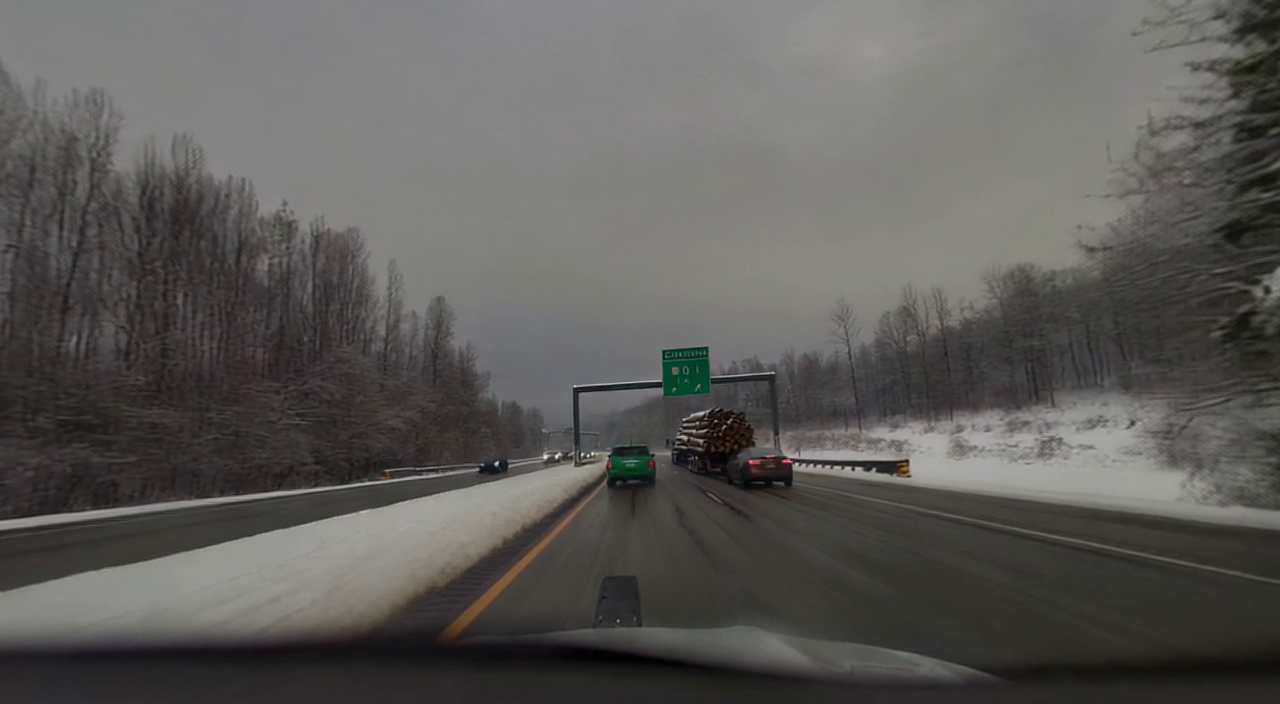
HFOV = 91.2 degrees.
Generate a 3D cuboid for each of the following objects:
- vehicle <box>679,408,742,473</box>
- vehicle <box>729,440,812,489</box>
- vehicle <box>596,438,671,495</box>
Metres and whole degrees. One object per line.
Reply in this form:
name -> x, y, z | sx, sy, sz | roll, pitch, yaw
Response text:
vehicle -> 4.581, 6.073, 42.709 | 3.125, 3.895, 8.461 | 0, -9, -1
vehicle -> 4.826, 4.221, 23.914 | 2.057, 1.660, 4.525 | 0, -9, -2
vehicle -> -0.207, 3.790, 21.052 | 2.263, 1.699, 3.936 | 0, -9, 0
